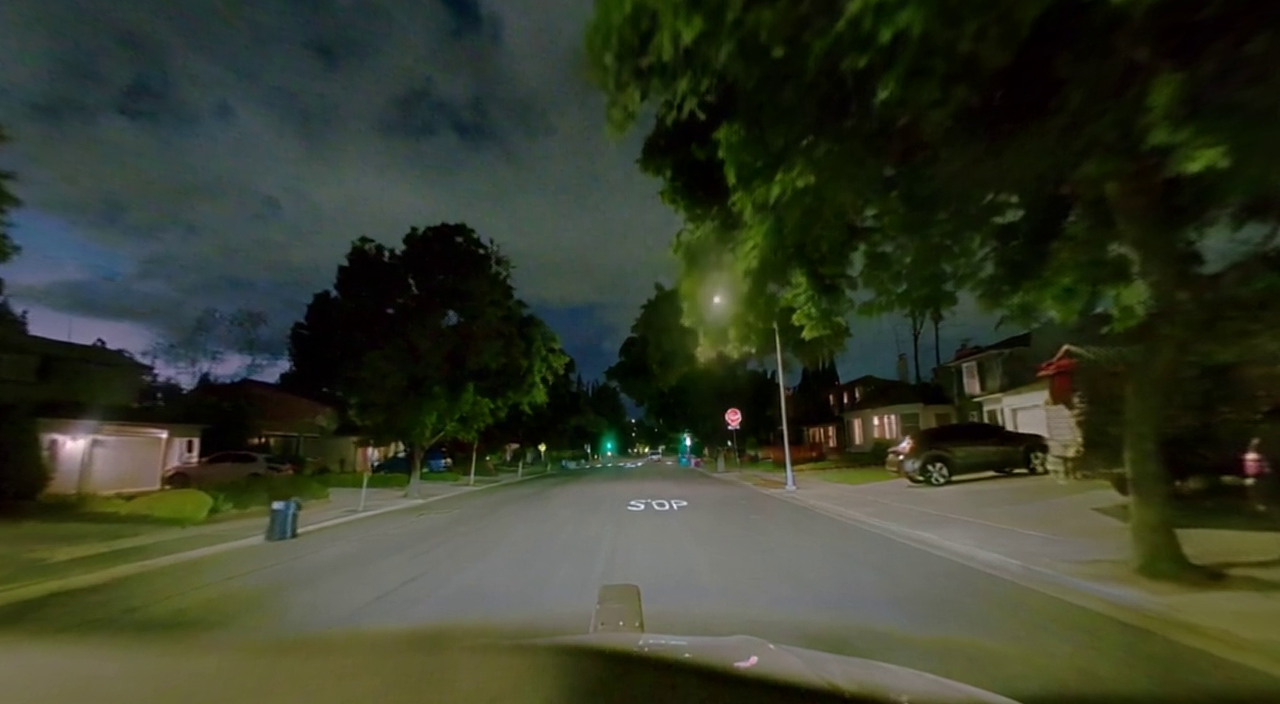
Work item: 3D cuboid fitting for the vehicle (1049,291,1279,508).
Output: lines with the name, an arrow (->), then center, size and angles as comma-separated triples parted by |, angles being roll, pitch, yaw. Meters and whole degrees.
vehicle -> 11.424, 0.894, 10.459 | 7.302, 3.055, 2.848 | 1, -8, -2

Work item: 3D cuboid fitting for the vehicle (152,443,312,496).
vehicle -> -14.494, 4.150, 22.602 | 4.493, 1.776, 1.997 | -1, -9, 9

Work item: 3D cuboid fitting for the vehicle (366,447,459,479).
vehicle -> -13.723, 6.693, 38.354 | 4.809, 1.865, 2.093 | 0, -9, -2

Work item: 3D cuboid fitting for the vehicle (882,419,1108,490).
vehicle -> 9.923, 2.895, 17.977 | 5.234, 1.868, 2.014 | 0, -9, -4
